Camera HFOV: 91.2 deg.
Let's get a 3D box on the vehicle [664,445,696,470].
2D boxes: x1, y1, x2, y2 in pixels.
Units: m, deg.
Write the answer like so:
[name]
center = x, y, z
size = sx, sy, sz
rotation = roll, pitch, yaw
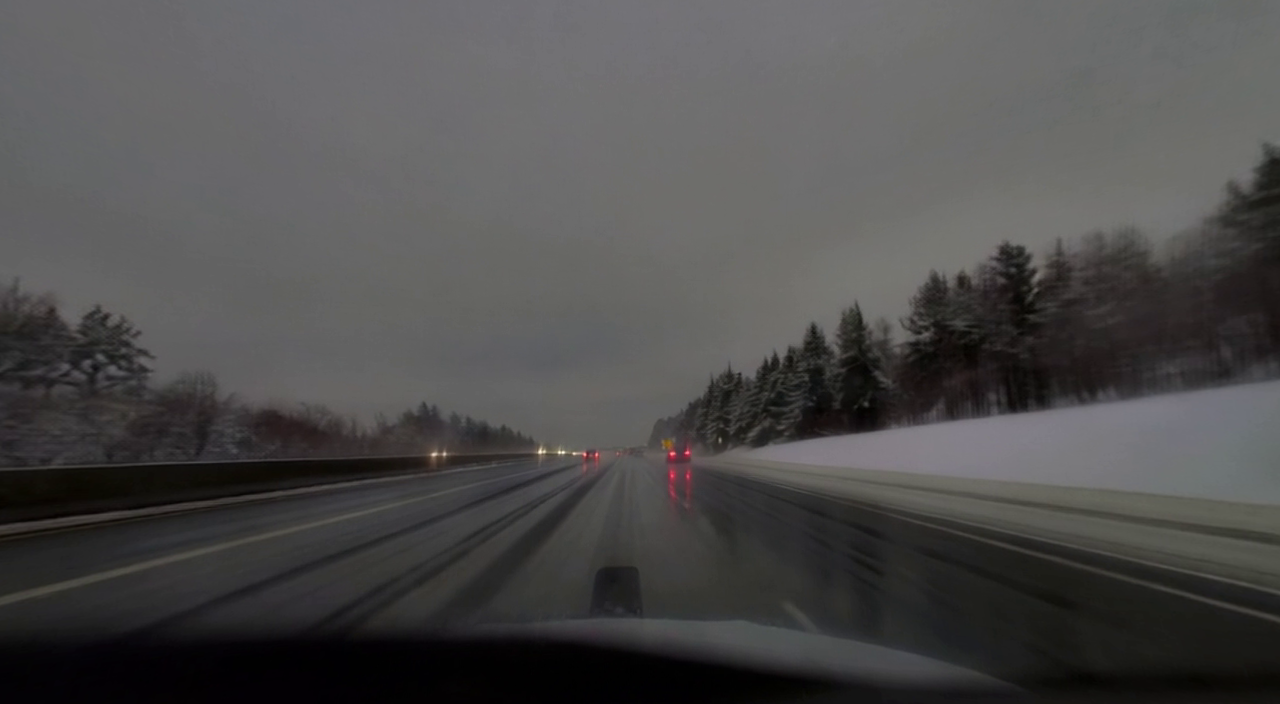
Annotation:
[vehicle]
center = 2.638, 7.081, 42.174
size = 1.895, 1.555, 4.030
rotation = -1, -9, 0
